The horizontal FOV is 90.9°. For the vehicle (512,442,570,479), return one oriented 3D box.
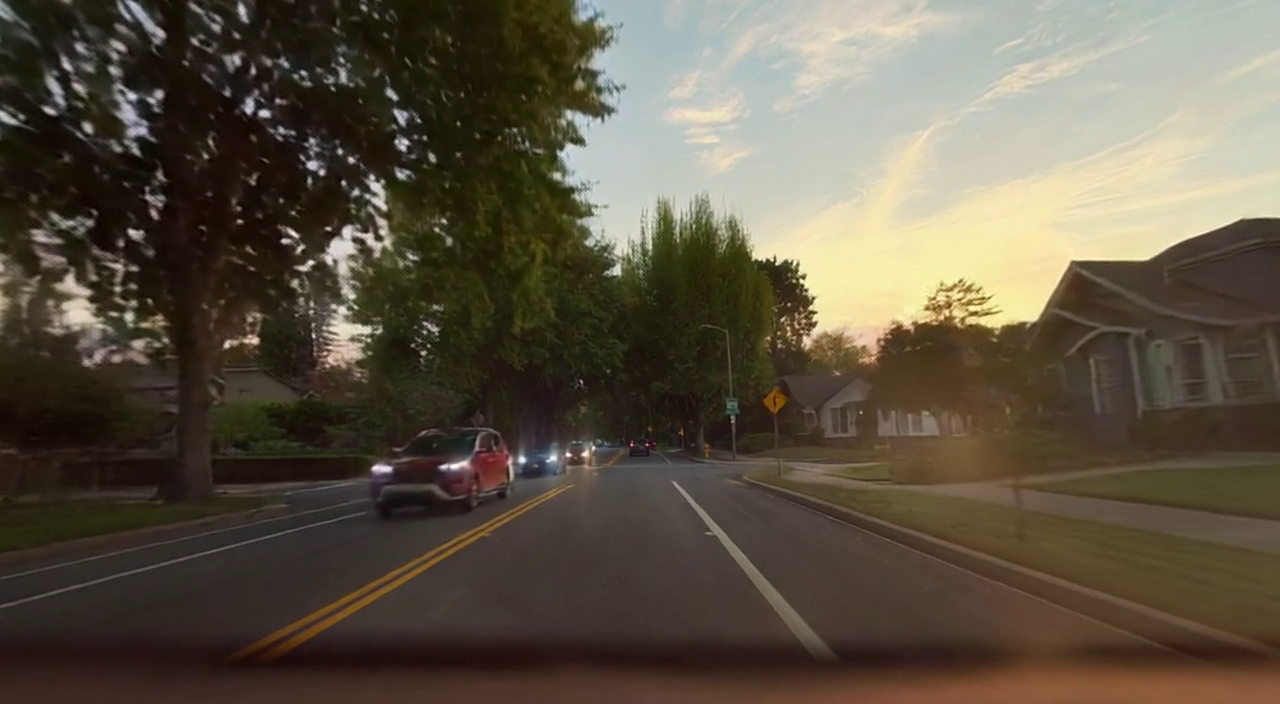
[{"bbox_3d":[-4.268,4.704,27.766,1.862,1.491,4.266,0,-8,0],"label":"vehicle"}]

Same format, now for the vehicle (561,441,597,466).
[{"bbox_3d":[-4.018,6.727,41.990,1.979,1.532,4.212,0,-8,0],"label":"vehicle"}]

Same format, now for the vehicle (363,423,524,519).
[{"bbox_3d":[-4.236,2.638,14.579,2.134,1.821,4.719,0,-8,1],"label":"vehicle"}]
